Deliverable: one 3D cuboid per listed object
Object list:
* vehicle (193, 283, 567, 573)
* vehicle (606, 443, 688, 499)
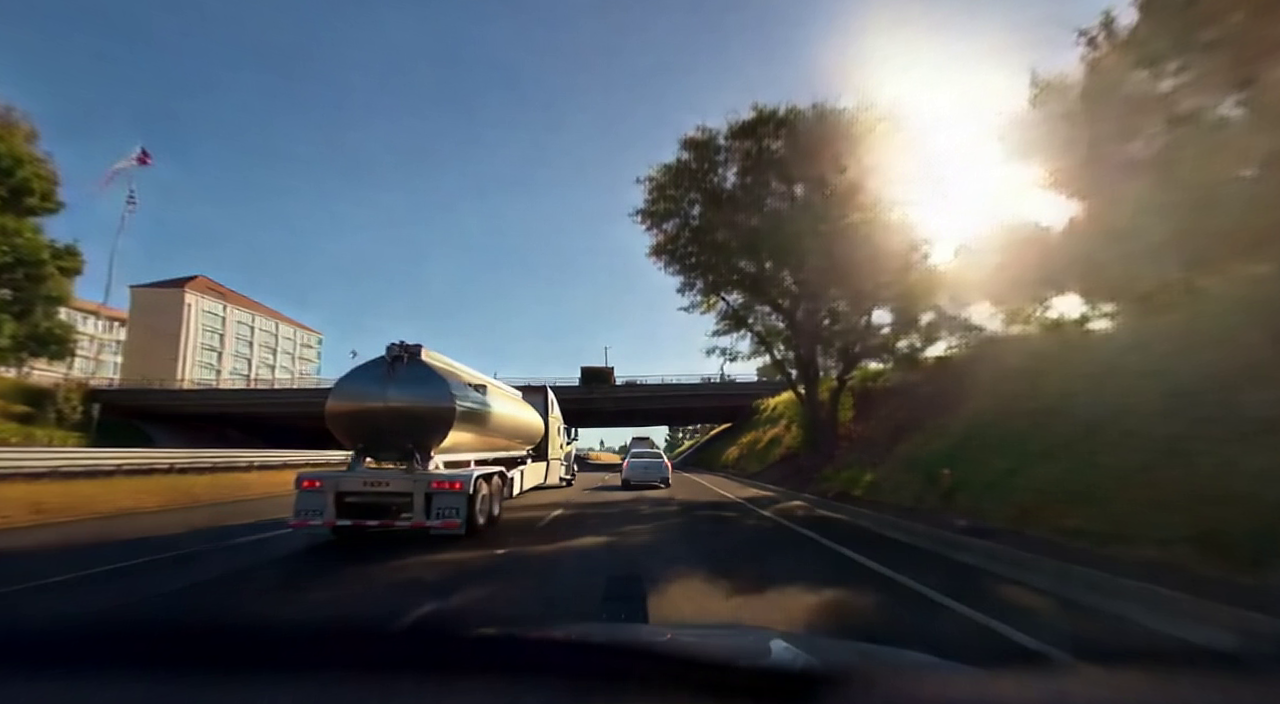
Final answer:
[{"bbox_3d":[-3.988,1.941,15.092,2.896,3.563,14.643,0,-8,-1],"label":"vehicle"},{"bbox_3d":[0.178,3.515,19.202,2.215,1.481,4.246,0,-8,0],"label":"vehicle"}]
